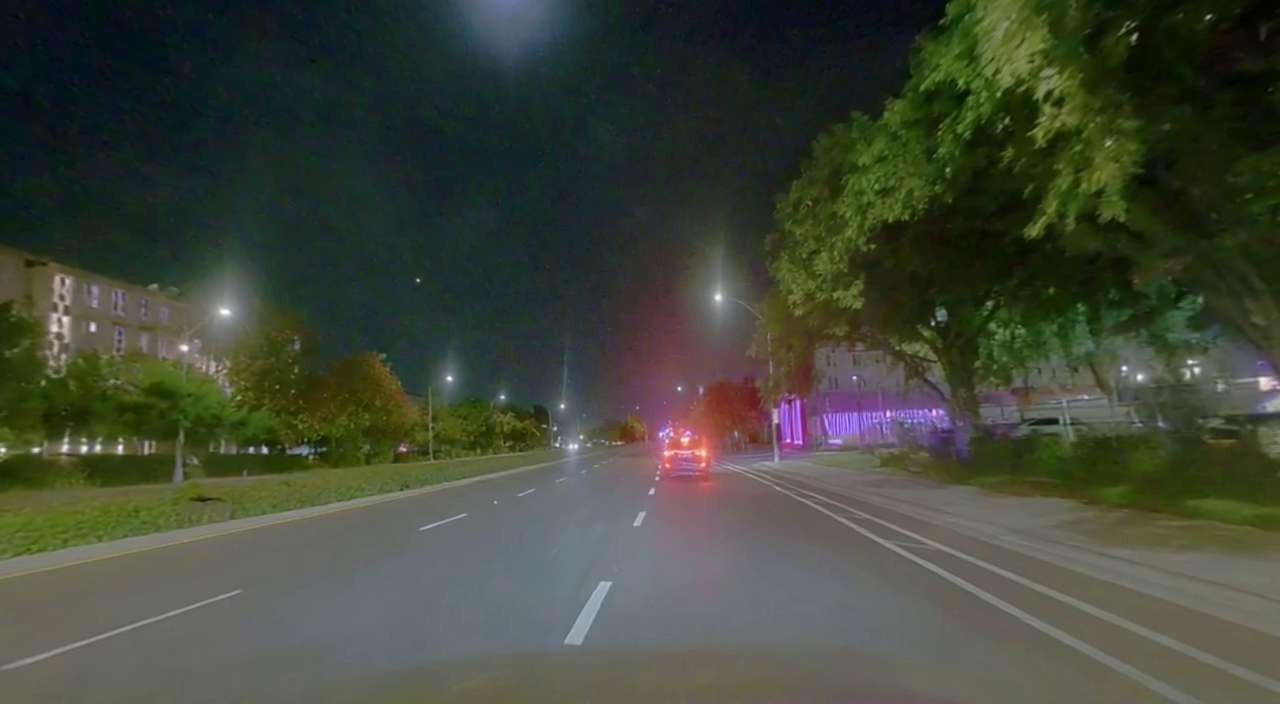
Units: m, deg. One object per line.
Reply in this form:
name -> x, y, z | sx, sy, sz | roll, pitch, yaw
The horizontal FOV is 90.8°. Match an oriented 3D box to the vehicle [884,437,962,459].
vehicle -> 20.209, 6.883, 45.255 | 4.698, 1.465, 1.914 | -1, -8, 5

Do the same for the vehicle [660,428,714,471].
vehicle -> 2.497, 4.980, 32.307 | 2.477, 1.991, 5.157 | -1, -8, 6

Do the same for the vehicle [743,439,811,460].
vehicle -> 9.971, 7.192, 46.444 | 4.733, 1.499, 2.000 | -2, -8, 9
